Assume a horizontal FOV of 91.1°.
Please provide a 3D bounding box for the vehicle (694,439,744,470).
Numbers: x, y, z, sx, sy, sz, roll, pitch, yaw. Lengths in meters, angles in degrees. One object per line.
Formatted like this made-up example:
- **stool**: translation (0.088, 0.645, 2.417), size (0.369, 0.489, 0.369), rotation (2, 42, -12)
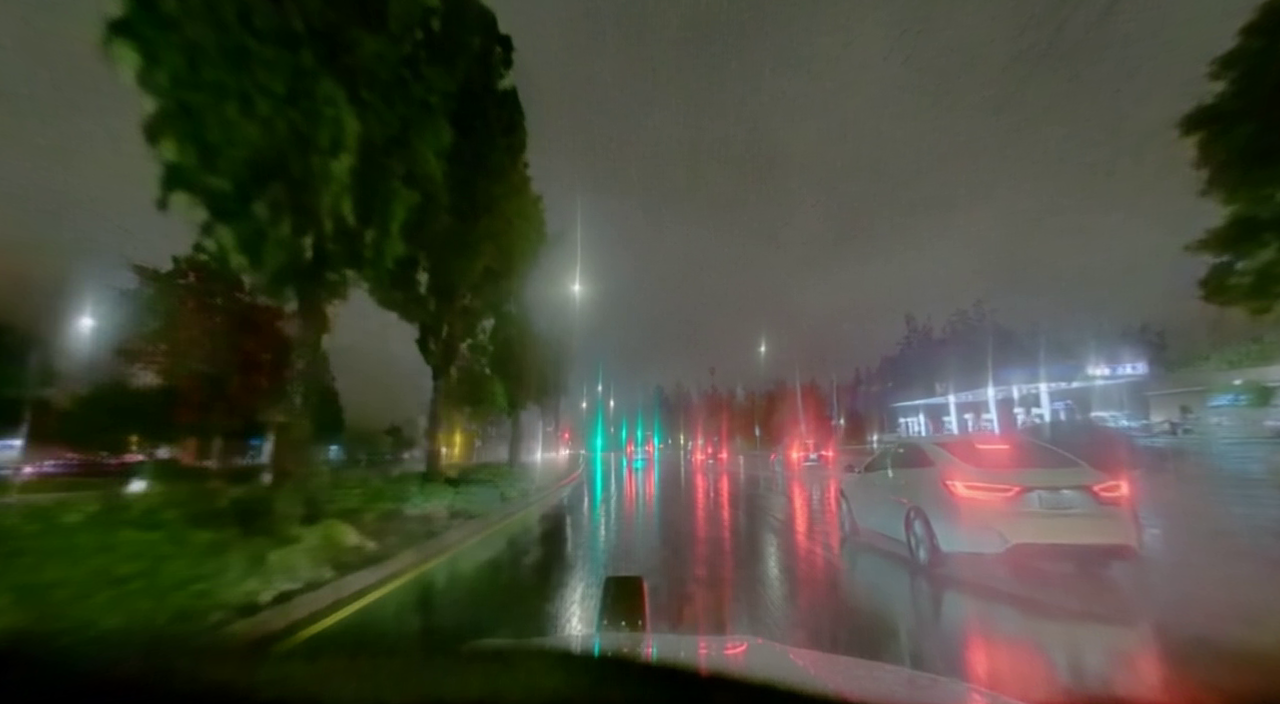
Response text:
- **vehicle**: translation (4.073, 5.384, 33.103), size (1.980, 1.515, 4.362), rotation (0, -9, -1)

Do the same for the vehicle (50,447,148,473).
- **vehicle**: translation (-34.155, 6.809, 39.713), size (4.595, 1.533, 1.853), rotation (-1, -9, 4)

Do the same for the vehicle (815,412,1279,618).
- **vehicle**: translation (3.726, 1.567, 7.086), size (2.119, 1.509, 4.756), rotation (0, -9, 0)

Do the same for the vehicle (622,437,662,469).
- **vehicle**: translation (0.069, 5.760, 36.025), size (2.172, 1.694, 4.055), rotation (0, -9, -1)
